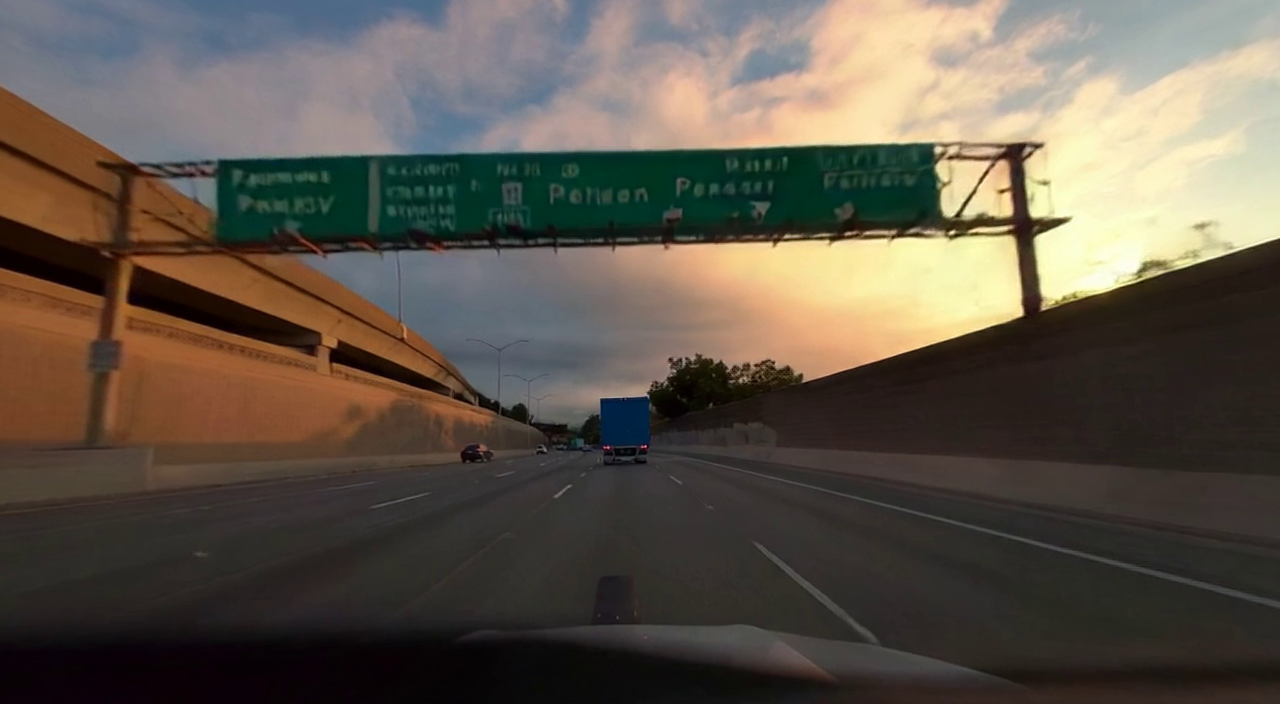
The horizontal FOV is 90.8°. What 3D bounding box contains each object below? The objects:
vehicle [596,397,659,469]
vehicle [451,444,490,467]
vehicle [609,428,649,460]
[{"bbox_3d":[-0.941,5.057,38.121,3.233,3.678,11.032,0,-9,-3],"label":"vehicle"},{"bbox_3d":[-12.807,7.833,47.992,1.919,1.625,4.183,0,-8,-2],"label":"vehicle"},{"bbox_3d":[-0.651,5.095,34.902,2.052,1.666,4.358,0,-8,-3],"label":"vehicle"}]
